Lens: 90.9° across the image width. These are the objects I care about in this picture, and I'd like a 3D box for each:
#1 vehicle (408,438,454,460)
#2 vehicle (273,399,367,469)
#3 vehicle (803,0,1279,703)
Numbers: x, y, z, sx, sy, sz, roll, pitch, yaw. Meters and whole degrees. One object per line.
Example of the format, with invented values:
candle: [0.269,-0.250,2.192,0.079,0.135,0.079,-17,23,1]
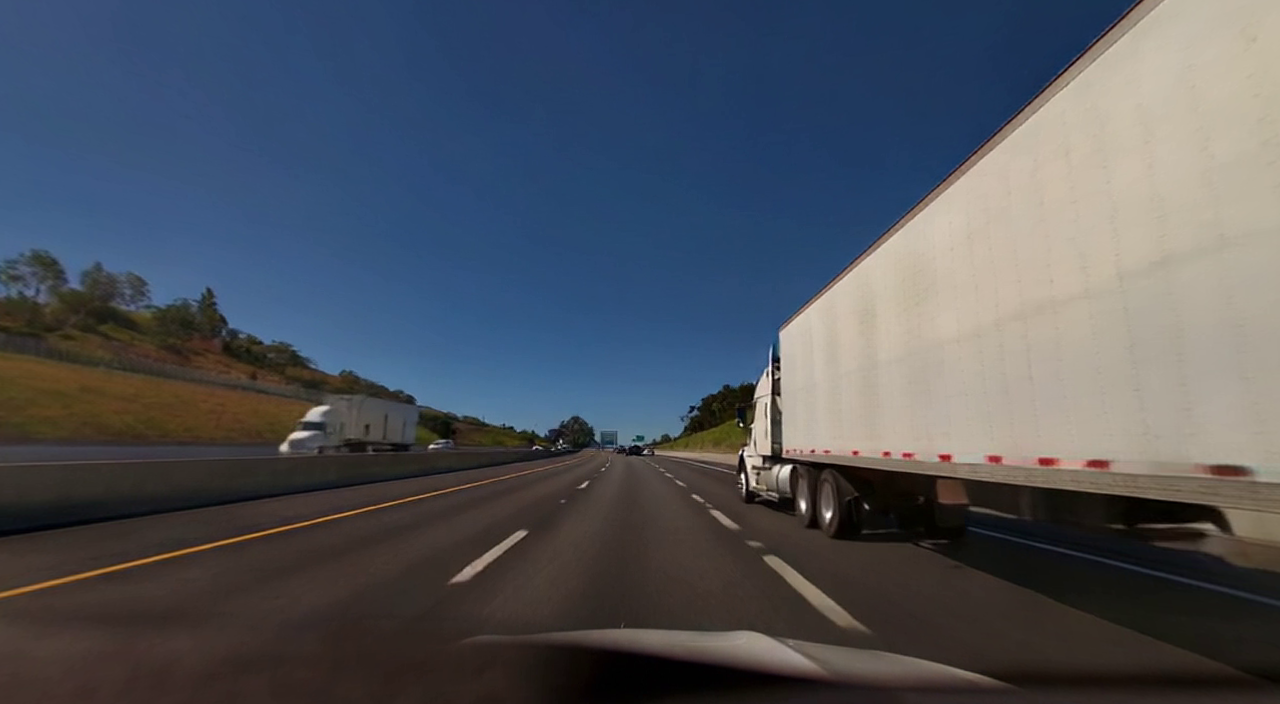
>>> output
vehicle: [-15.868,7.409,48.065,2.004,1.551,4.601,0,-9,-1]
vehicle: [-19.848,5.154,39.435,3.347,4.086,4.464,0,-9,-1]
vehicle: [3.848,0.040,3.112,2.876,3.586,11.726,0,-9,0]
